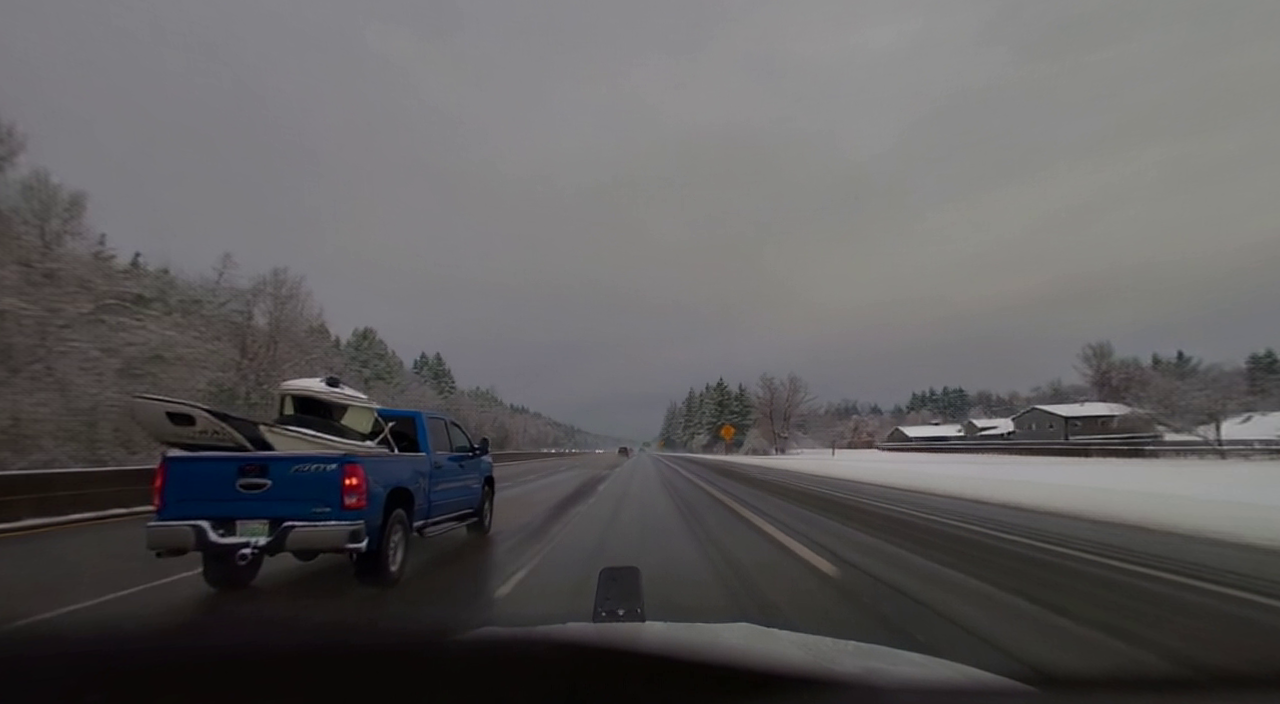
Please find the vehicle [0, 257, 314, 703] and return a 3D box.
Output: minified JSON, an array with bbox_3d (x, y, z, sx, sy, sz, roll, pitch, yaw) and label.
[{"bbox_3d":[-3.031,0.528,1.081,1.919,1.935,5.609,0,-8,0],"label":"vehicle"}]
